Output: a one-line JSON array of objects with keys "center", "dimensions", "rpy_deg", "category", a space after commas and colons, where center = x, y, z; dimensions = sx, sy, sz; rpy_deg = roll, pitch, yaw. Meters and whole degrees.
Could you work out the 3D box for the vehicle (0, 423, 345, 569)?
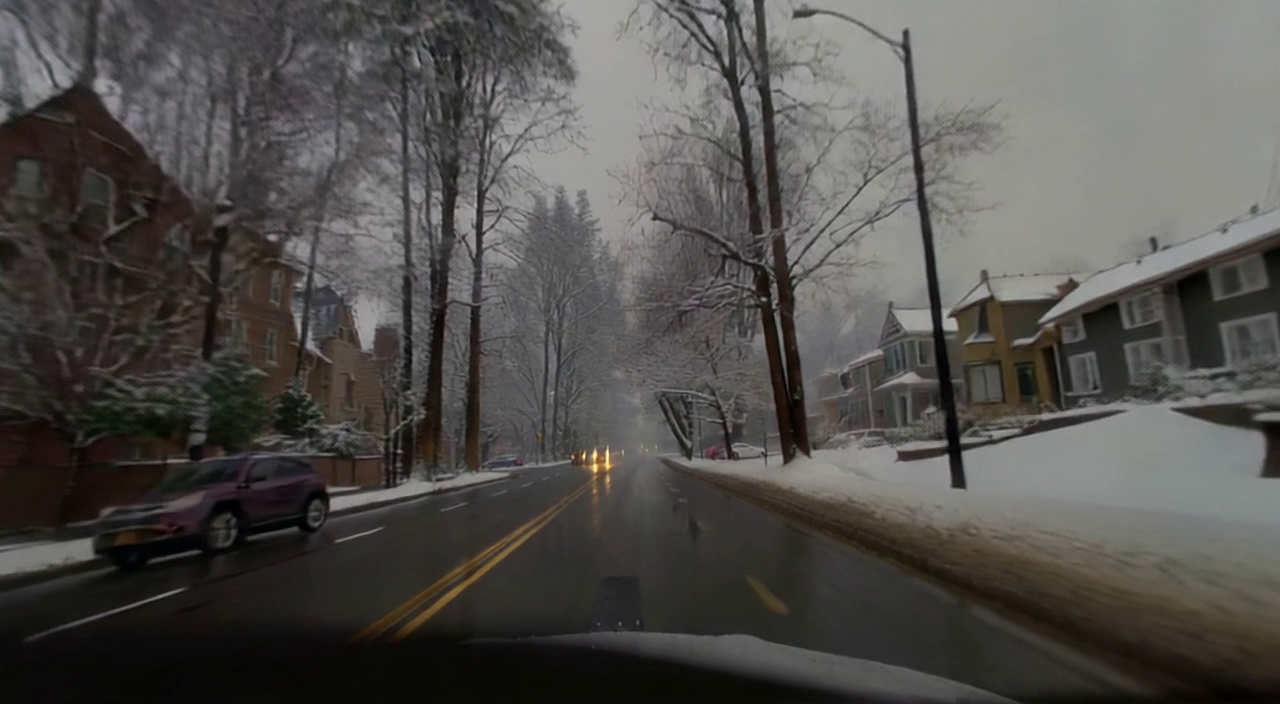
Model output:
[{"center": [-7.292, 2.311, 10.737], "dimensions": [2.129, 1.730, 5.544], "rpy_deg": [-2, -10, -3], "category": "vehicle"}]
